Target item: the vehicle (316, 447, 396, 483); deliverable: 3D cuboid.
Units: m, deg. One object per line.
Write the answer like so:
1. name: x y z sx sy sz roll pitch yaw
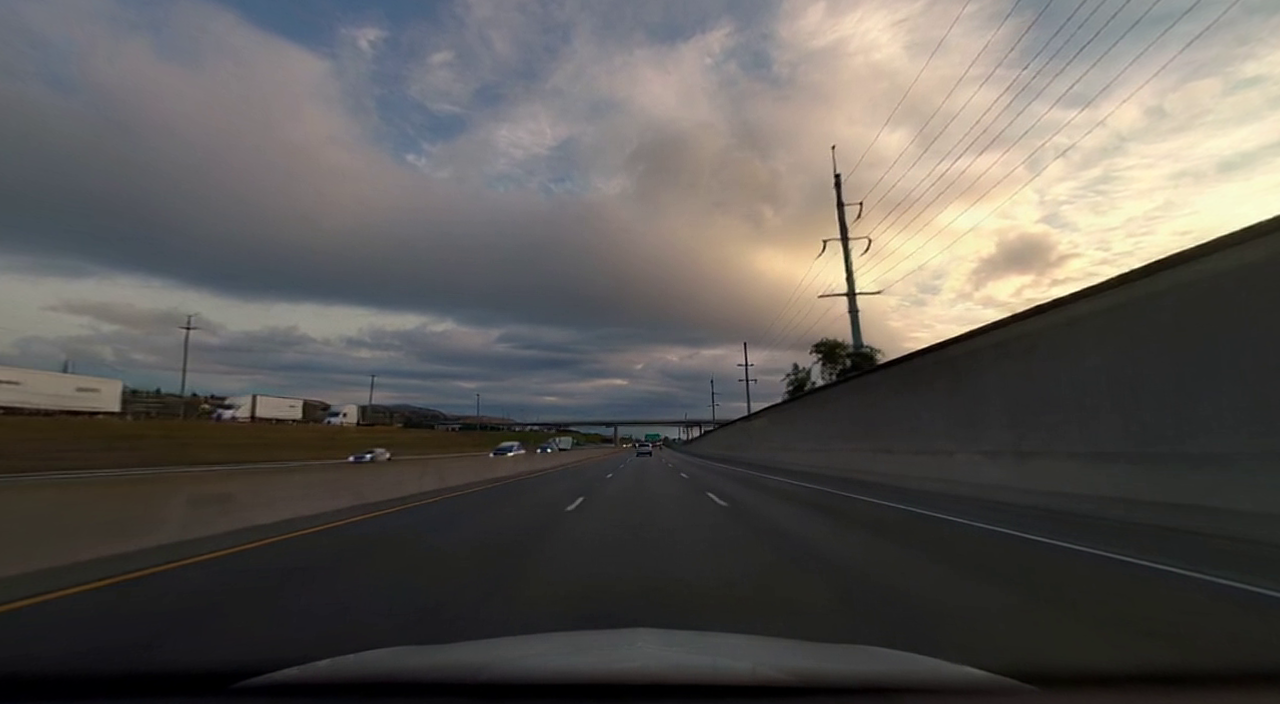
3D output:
1. vehicle: -11.579 4.643 26.004 1.551 1.382 3.595 0 -10 1
